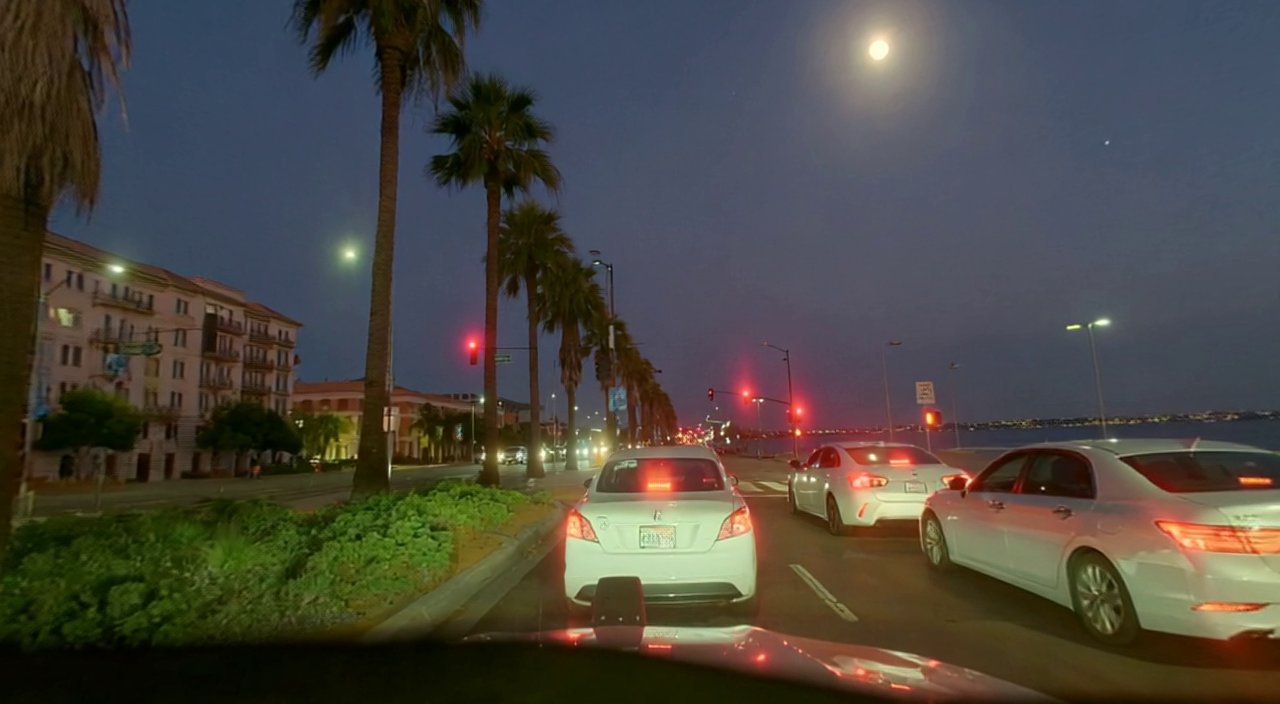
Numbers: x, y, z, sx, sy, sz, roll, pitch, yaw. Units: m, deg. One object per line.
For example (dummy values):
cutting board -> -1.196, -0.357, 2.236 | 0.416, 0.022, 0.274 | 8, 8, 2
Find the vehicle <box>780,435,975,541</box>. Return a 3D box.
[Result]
vehicle -> 3.888, 2.290, 11.315 | 1.920, 1.490, 4.417 | -1, -9, 2

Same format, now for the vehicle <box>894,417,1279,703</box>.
vehicle -> 3.918, 1.366, 5.101 | 1.913, 1.469, 4.425 | 0, -9, 0

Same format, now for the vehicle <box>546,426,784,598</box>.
vehicle -> 0.250, 1.703, 7.498 | 2.093, 1.503, 3.681 | 0, -9, 1
